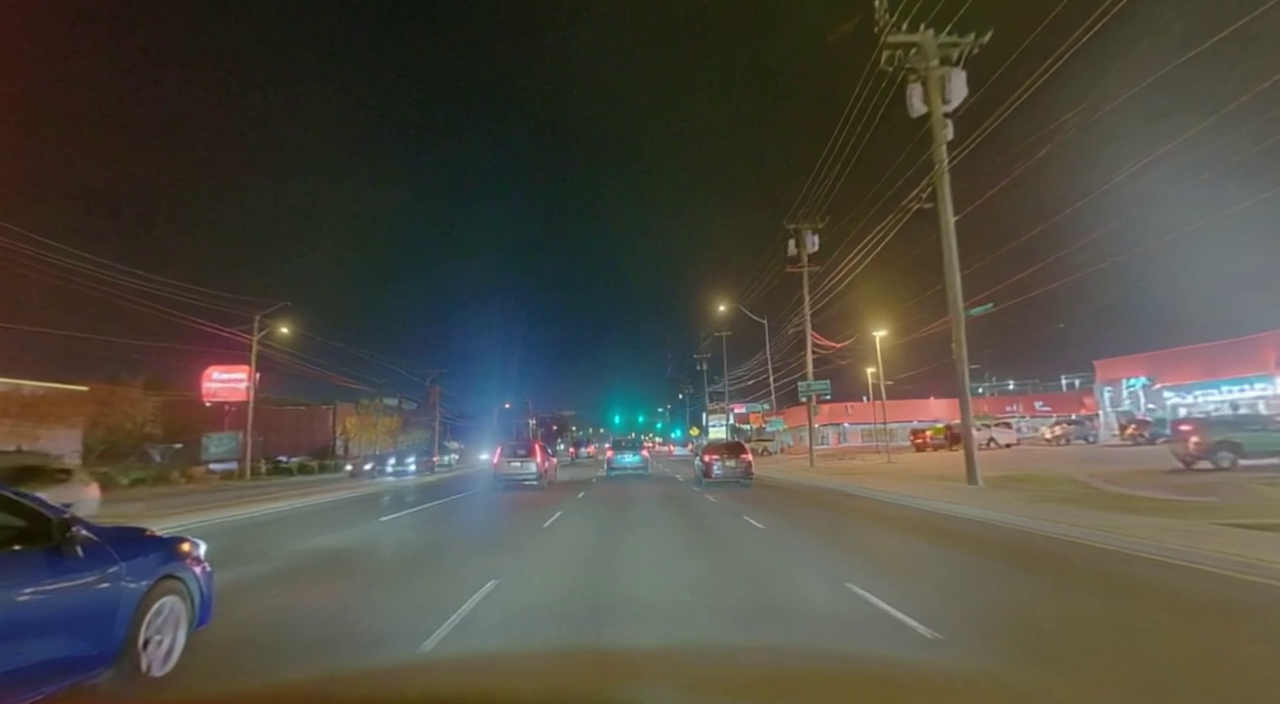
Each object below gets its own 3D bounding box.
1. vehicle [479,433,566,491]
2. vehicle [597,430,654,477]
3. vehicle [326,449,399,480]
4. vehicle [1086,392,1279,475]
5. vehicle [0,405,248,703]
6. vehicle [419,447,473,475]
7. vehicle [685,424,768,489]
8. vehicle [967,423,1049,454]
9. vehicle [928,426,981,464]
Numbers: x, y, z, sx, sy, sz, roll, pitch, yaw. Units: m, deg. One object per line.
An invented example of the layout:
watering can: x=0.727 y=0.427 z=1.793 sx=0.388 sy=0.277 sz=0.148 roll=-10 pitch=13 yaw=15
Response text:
vehicle: x=-3.654 y=3.503 z=20.412 sx=2.051 sy=1.671 sz=3.861 roll=0 pitch=-8 yaw=0
vehicle: x=-0.639 y=4.522 z=28.307 sx=2.326 sy=1.925 sz=4.253 roll=0 pitch=-8 yaw=-1
vehicle: x=-15.089 y=6.109 z=34.633 sx=1.986 sy=1.553 sz=4.640 roll=0 pitch=-8 yaw=-1
vehicle: x=16.176 y=2.381 z=18.269 sx=2.409 sy=1.981 sz=5.809 roll=-2 pitch=-8 yaw=2
vehicle: x=-3.431 y=0.848 z=1.616 sx=2.022 sy=1.498 sz=4.471 roll=0 pitch=-8 yaw=-1
vehicle: x=-11.499 y=6.460 z=37.777 sx=1.862 sy=1.510 sz=4.381 roll=0 pitch=-8 yaw=0
vehicle: x=2.757 y=3.447 z=21.108 sx=2.026 sy=1.904 sz=4.102 roll=0 pitch=-8 yaw=-2
vehicle: x=19.439 y=4.633 z=33.598 sx=1.883 sy=1.499 sz=4.403 roll=-1 pitch=-8 yaw=4
vehicle: x=14.941 y=4.392 z=29.861 sx=1.990 sy=1.597 sz=4.475 roll=-5 pitch=-9 yaw=28
